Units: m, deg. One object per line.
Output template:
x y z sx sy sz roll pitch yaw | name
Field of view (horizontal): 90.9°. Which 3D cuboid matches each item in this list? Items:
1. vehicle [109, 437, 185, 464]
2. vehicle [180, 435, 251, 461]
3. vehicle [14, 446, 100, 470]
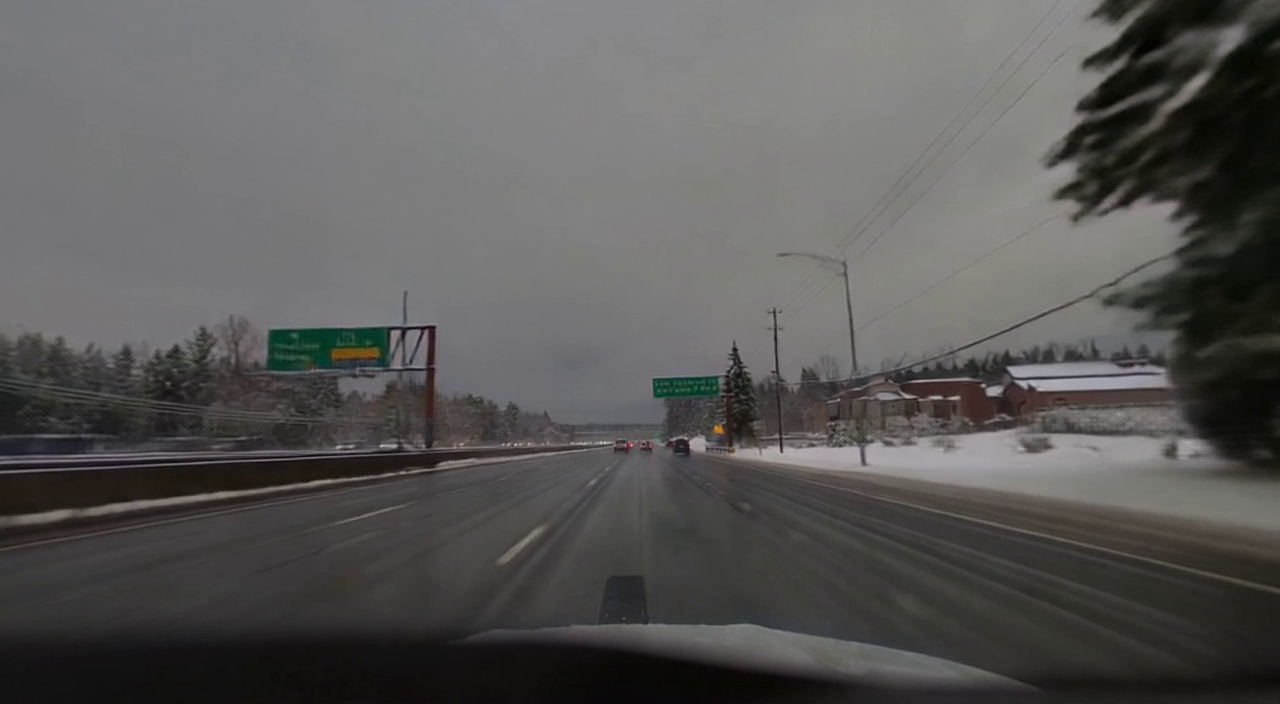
-33.592 6.700 43.133 1.825 1.710 4.206 0 -8 -1 | vehicle
-30.146 6.819 44.964 1.935 1.719 4.384 0 -8 0 | vehicle
-38.856 7.044 42.152 1.727 1.439 4.131 0 -8 1 | vehicle
